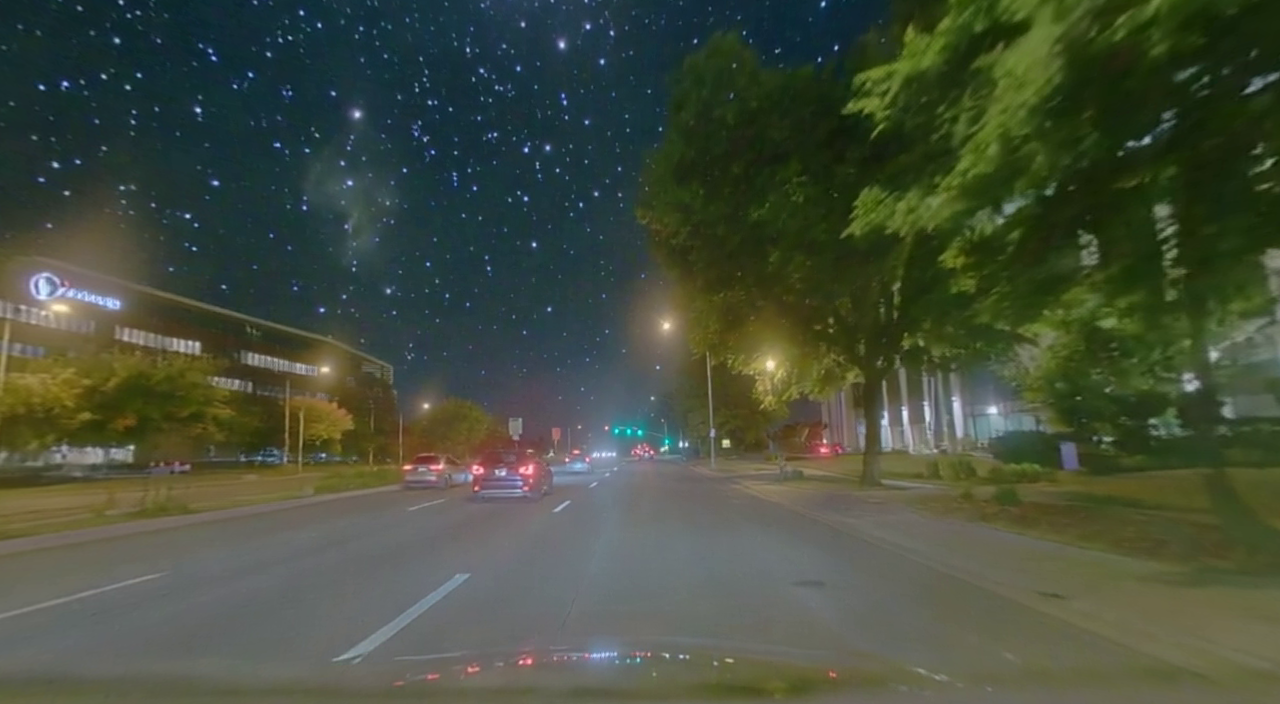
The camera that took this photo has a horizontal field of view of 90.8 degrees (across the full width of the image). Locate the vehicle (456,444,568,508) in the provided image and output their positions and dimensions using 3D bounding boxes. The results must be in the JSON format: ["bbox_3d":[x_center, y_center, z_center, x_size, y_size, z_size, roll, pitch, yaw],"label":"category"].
[{"bbox_3d":[-3.266,3.266,17.147,2.011,1.483,4.596,0,-9,1],"label":"vehicle"}]

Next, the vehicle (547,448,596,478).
[{"bbox_3d":[-3.443,5.697,32.607,1.971,1.414,4.317,0,-9,1],"label":"vehicle"}]

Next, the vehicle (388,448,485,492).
[{"bbox_3d":[-7.496,4.371,23.811,1.976,1.497,4.709,0,-9,2],"label":"vehicle"}]
